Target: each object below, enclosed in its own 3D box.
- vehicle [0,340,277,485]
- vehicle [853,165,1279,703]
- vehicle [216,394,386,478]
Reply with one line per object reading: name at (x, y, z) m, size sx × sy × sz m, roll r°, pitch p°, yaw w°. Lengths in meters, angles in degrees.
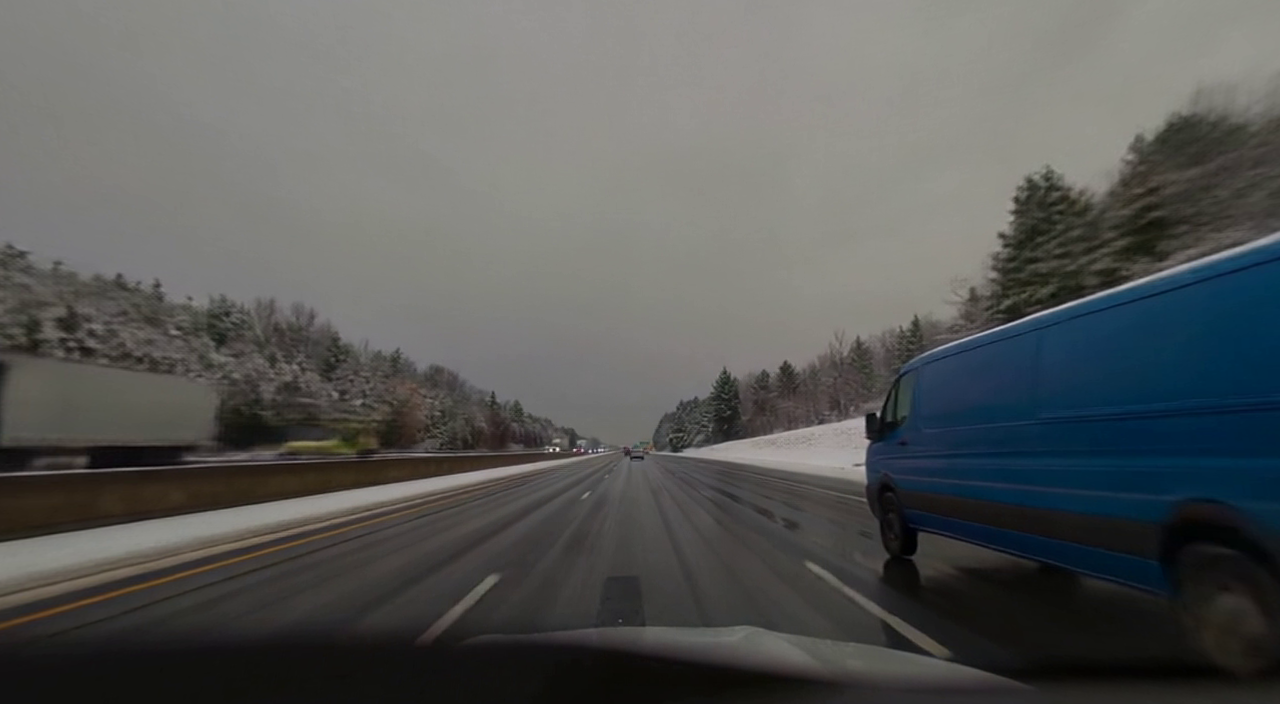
vehicle at (-19.595, 2.693, 24.105) m, size 2.911 × 4.029 × 14.611 m, roll 0°, pitch -9°, yaw -1°
vehicle at (4.020, 0.740, 4.527) m, size 2.552 × 2.524 × 6.630 m, roll 0°, pitch -9°, yaw -1°
vehicle at (-13.129, 3.439, 25.383) m, size 2.779 × 2.856 × 7.264 m, roll 0°, pitch -9°, yaw 0°
